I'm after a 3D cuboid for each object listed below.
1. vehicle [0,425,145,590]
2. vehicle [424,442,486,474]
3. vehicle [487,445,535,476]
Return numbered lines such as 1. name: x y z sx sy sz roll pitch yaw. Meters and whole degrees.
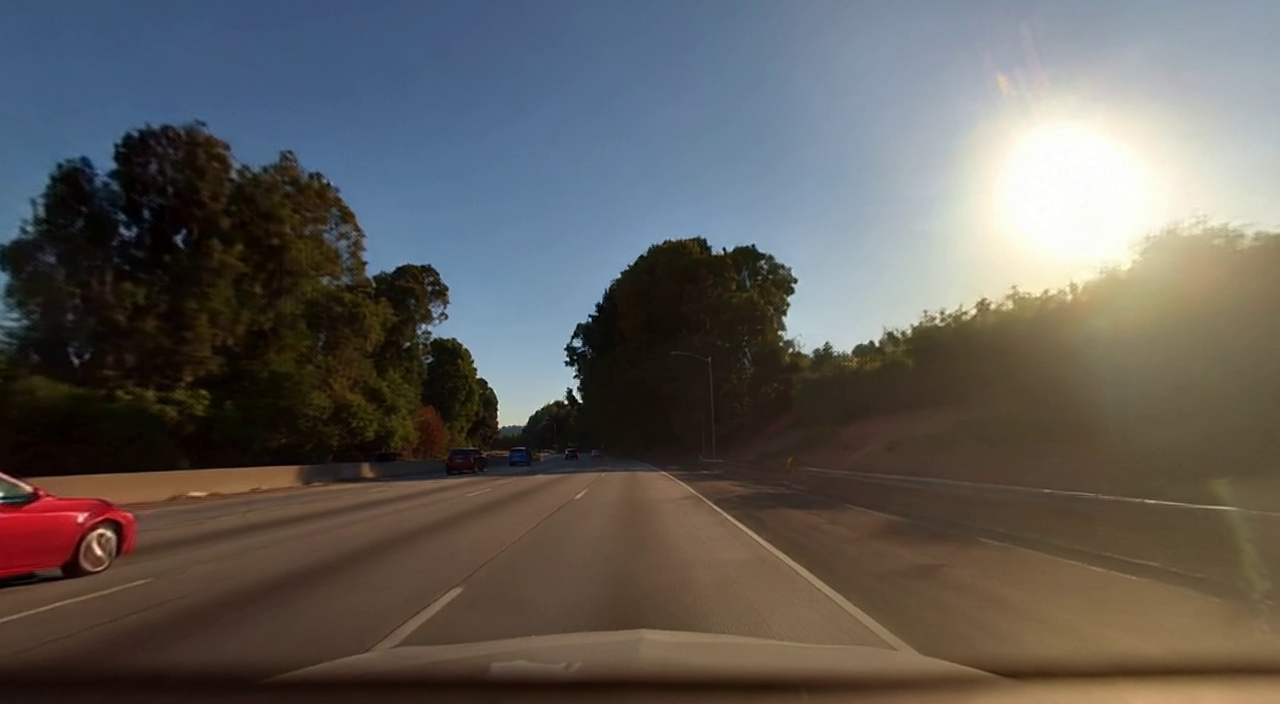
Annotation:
1. vehicle: -7.290 1.406 5.423 2.133 1.586 4.869 0 -9 -1
2. vehicle: -11.837 6.804 40.707 2.425 1.926 5.584 0 -9 -2
3. vehicle: -7.609 6.444 37.653 2.060 1.680 4.255 0 -9 -2
